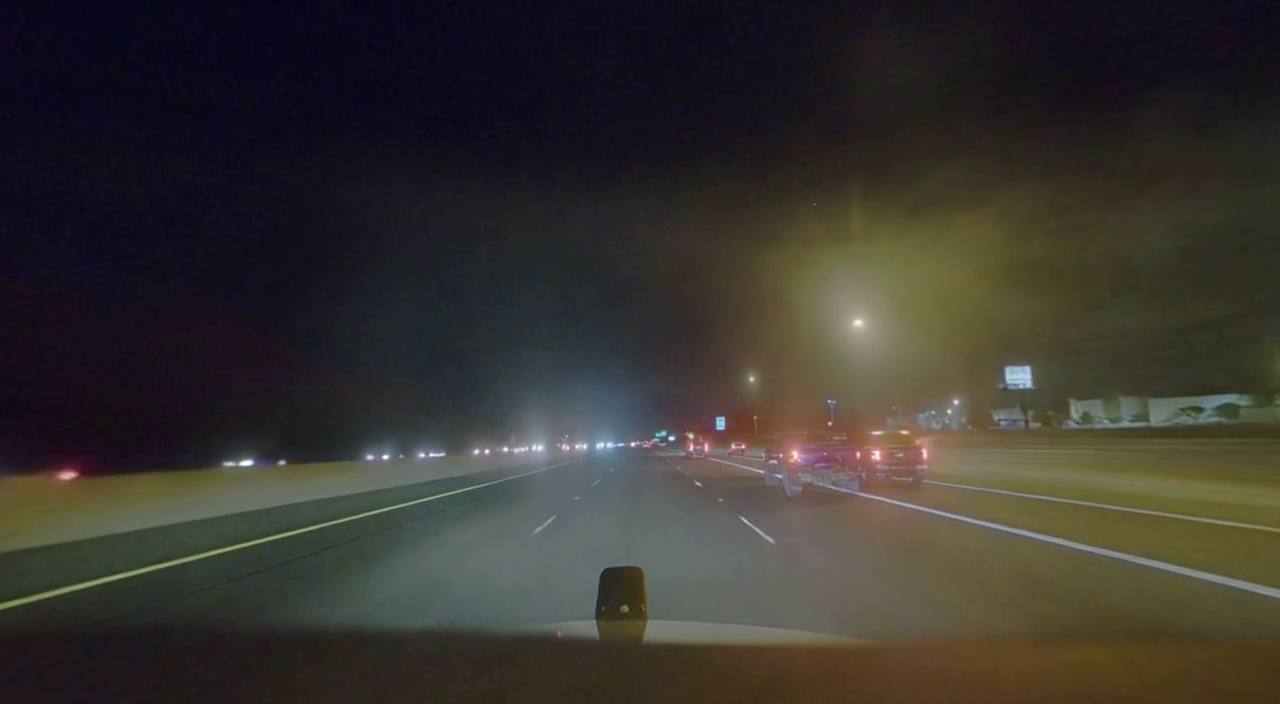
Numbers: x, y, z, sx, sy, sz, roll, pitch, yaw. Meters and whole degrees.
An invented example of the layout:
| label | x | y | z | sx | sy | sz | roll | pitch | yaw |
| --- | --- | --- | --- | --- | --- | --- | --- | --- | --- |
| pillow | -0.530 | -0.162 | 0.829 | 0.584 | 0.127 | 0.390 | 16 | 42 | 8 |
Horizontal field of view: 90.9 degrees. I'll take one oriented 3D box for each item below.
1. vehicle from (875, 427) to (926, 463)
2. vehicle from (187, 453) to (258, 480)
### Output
| label | x | y | z | sx | sy | sz | roll | pitch | yaw |
| --- | --- | --- | --- | --- | --- | --- | --- | --- | --- |
| vehicle | 20.412 | 7.314 | 49.608 | 2.233 | 2.695 | 3.871 | 0 | -8 | -2 |
| vehicle | -27.961 | 7.638 | 42.367 | 1.868 | 1.609 | 4.177 | 0 | -8 | 0 |
